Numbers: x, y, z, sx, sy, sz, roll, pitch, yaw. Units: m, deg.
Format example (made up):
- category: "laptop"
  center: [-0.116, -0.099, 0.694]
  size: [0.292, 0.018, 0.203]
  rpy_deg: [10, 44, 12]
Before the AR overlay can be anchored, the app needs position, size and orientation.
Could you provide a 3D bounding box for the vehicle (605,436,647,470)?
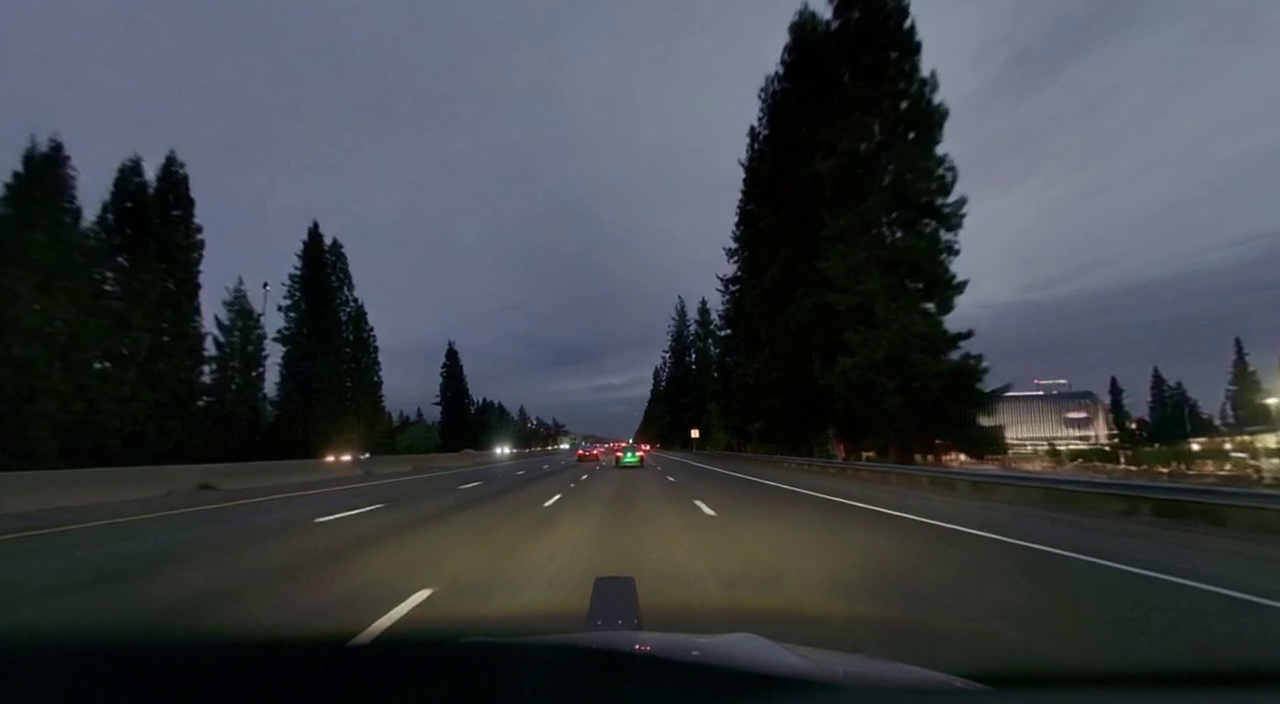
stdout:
- category: "vehicle"
  center: [-0.821, 5.882, 36.712]
  size: [2.302, 1.810, 4.707]
  rpy_deg: [0, -8, -1]
